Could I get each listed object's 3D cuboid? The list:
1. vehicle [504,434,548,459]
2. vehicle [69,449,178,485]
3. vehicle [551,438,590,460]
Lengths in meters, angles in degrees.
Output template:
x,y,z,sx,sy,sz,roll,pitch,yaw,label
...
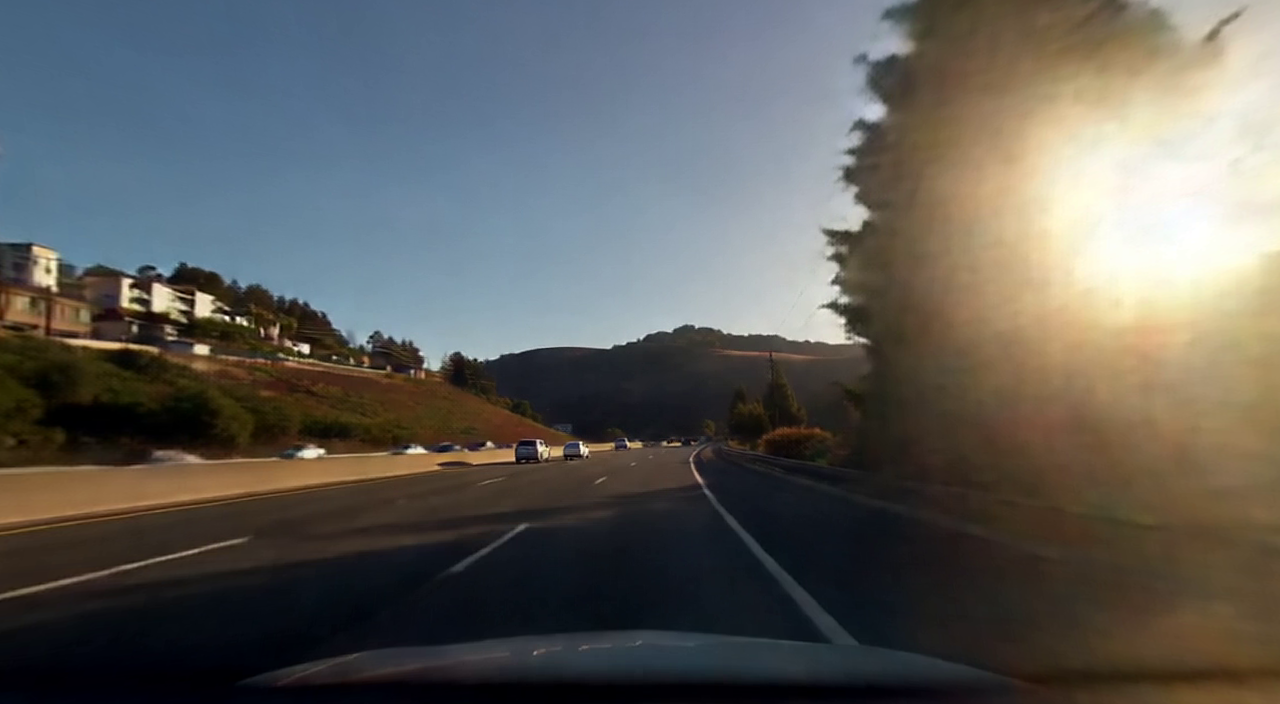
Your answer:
x,y,z,sx,sy,sz,roll,pitch,yaw,label
-8.544,7.132,47.501,2.063,1.743,4.392,-1,-9,6,vehicle
-21.540,4.780,26.351,1.573,1.361,3.355,0,-8,4,vehicle
-5.058,7.145,46.370,2.010,1.489,4.456,-1,-9,5,vehicle
